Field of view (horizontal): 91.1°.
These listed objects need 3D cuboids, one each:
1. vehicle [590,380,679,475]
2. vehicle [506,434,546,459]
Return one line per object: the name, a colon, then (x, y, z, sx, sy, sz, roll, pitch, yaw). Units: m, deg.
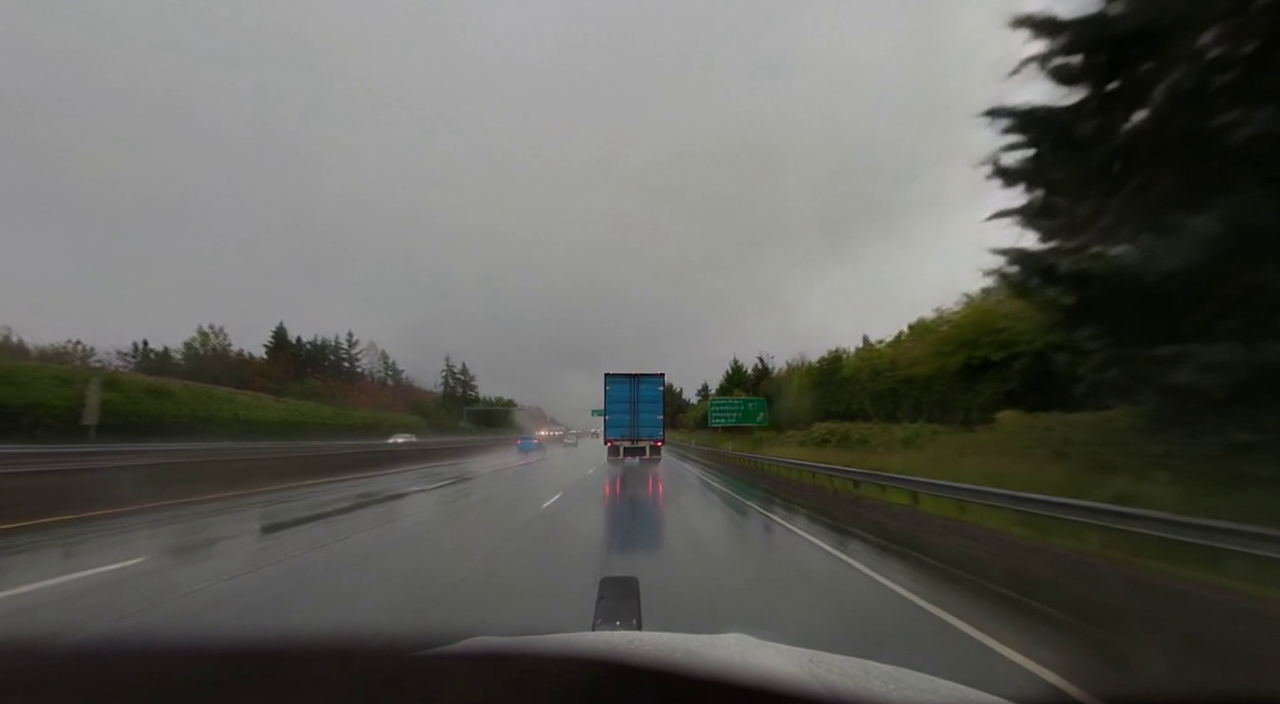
vehicle: (-0.292, 3.697, 30.210, 3.033, 3.223, 14.836, 4, -8, 0)
vehicle: (-7.109, 5.893, 39.550, 1.856, 1.479, 3.710, 0, -8, 0)
